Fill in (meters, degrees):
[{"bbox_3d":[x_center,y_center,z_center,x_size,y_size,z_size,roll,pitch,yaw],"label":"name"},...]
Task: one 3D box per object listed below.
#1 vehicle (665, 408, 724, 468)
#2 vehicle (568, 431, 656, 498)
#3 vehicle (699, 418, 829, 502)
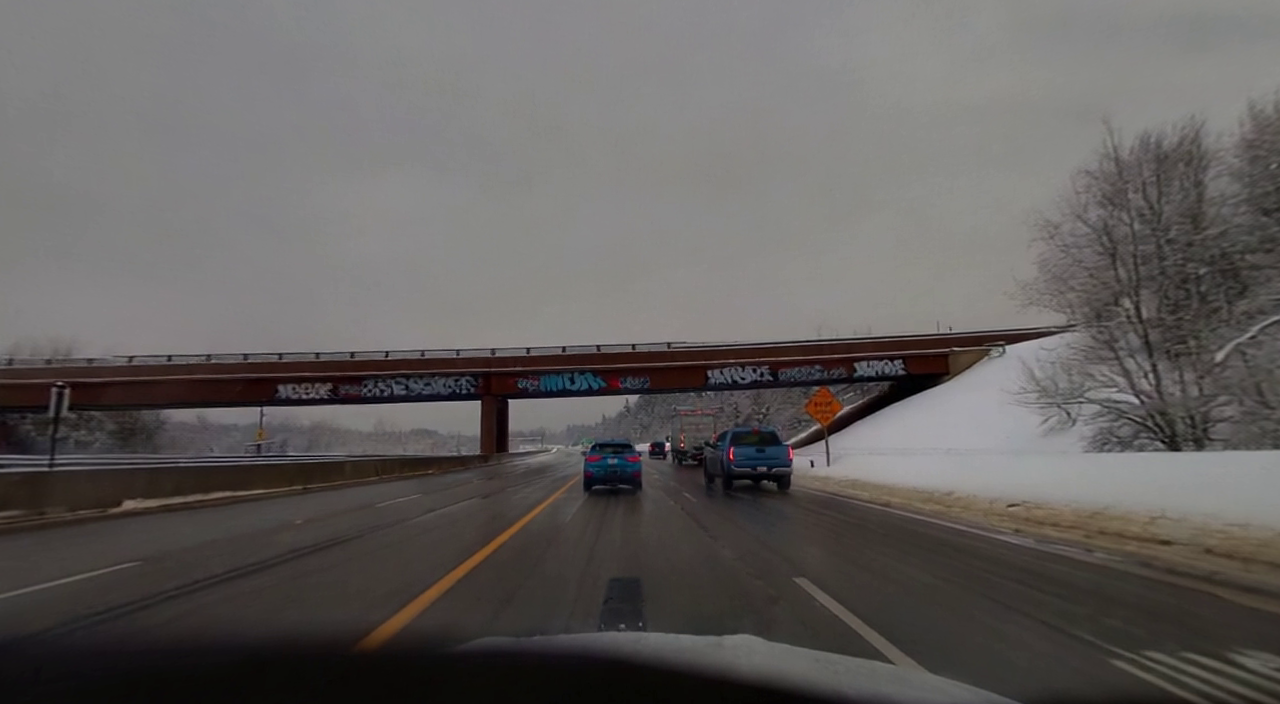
[{"bbox_3d":[3.262,5.495,39.929,2.873,3.408,7.323,0,-8,-1],"label":"vehicle"},{"bbox_3d":[-0.724,3.116,17.788,2.193,1.651,3.946,0,-8,-1],"label":"vehicle"},{"bbox_3d":[3.152,2.949,17.630,2.311,1.922,5.977,0,-8,-1],"label":"vehicle"}]
